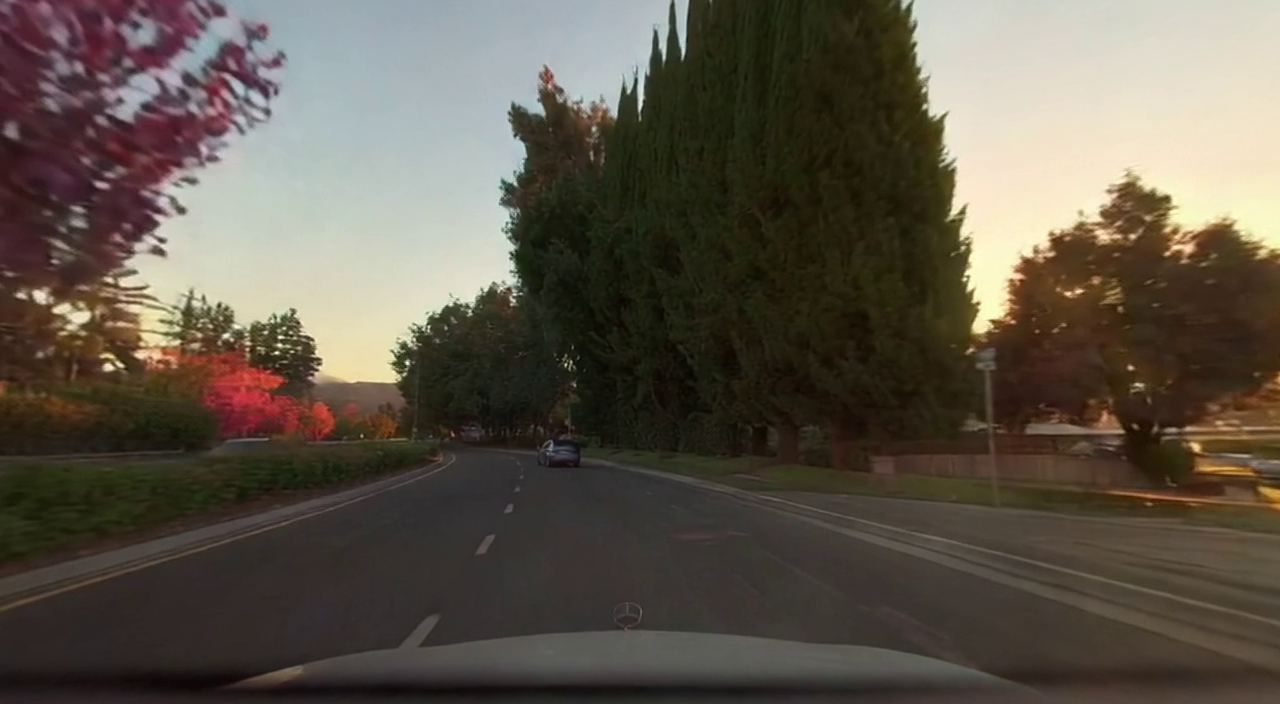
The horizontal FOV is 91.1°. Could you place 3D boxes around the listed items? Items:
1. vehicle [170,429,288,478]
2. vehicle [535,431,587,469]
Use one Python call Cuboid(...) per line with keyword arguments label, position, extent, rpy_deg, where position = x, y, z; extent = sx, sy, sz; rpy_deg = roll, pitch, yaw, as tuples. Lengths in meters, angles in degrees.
Cuboid(label="vehicle", position=(-16.065, 3.984, 24.877), extent=(2.172, 1.738, 4.617), rpy_deg=(1, -9, -10))
Cuboid(label="vehicle", position=(-4.202, 5.106, 32.826), extent=(2.166, 1.828, 4.607), rpy_deg=(2, -9, -13))
